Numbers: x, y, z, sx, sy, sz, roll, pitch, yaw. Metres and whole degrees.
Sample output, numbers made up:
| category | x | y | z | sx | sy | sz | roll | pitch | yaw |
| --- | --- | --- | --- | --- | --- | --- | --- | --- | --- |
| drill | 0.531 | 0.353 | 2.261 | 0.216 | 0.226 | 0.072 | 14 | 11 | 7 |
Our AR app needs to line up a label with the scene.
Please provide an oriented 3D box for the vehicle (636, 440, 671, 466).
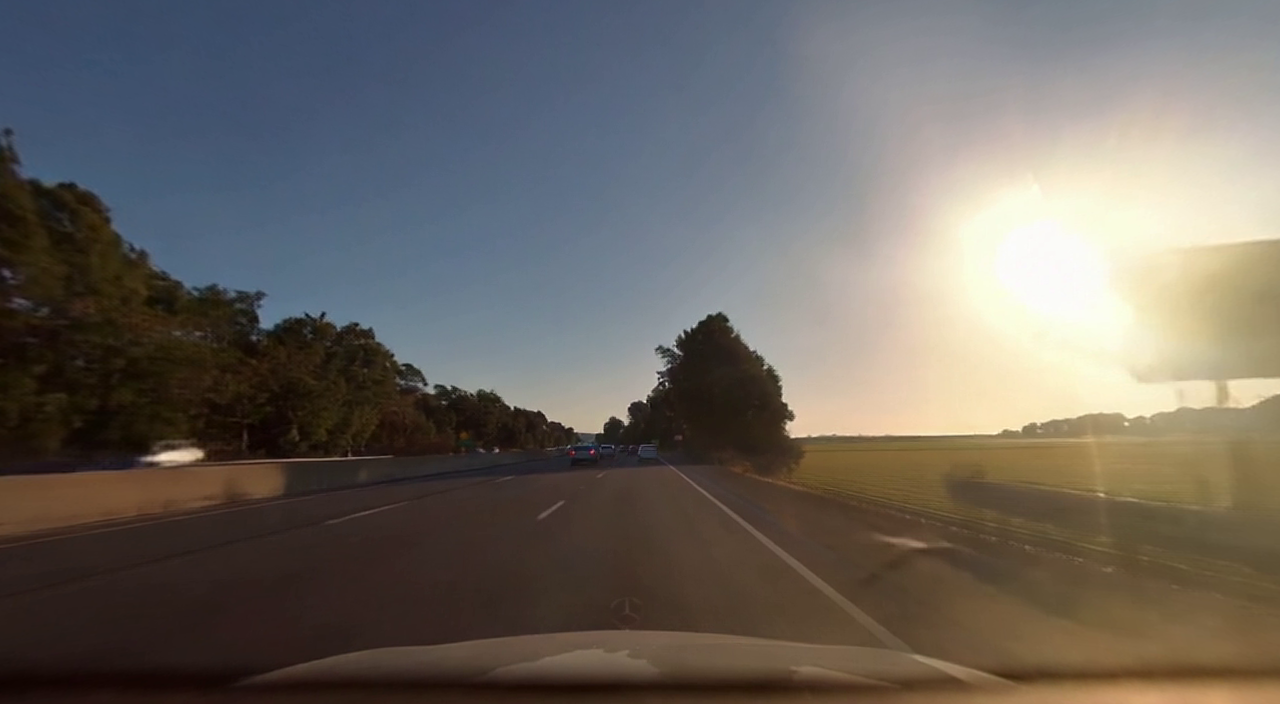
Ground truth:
| category | x | y | z | sx | sy | sz | roll | pitch | yaw |
| --- | --- | --- | --- | --- | --- | --- | --- | --- | --- |
| vehicle | 0.929 | 6.950 | 43.584 | 2.259 | 1.697 | 4.106 | 0 | -8 | 1 |

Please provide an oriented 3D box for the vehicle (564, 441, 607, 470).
| category | x | y | z | sx | sy | sz | roll | pitch | yaw |
| --- | --- | --- | --- | --- | --- | --- | --- | --- | --- |
| vehicle | -3.180 | 6.162 | 37.724 | 2.028 | 1.634 | 4.441 | 0 | -8 | 1 |
